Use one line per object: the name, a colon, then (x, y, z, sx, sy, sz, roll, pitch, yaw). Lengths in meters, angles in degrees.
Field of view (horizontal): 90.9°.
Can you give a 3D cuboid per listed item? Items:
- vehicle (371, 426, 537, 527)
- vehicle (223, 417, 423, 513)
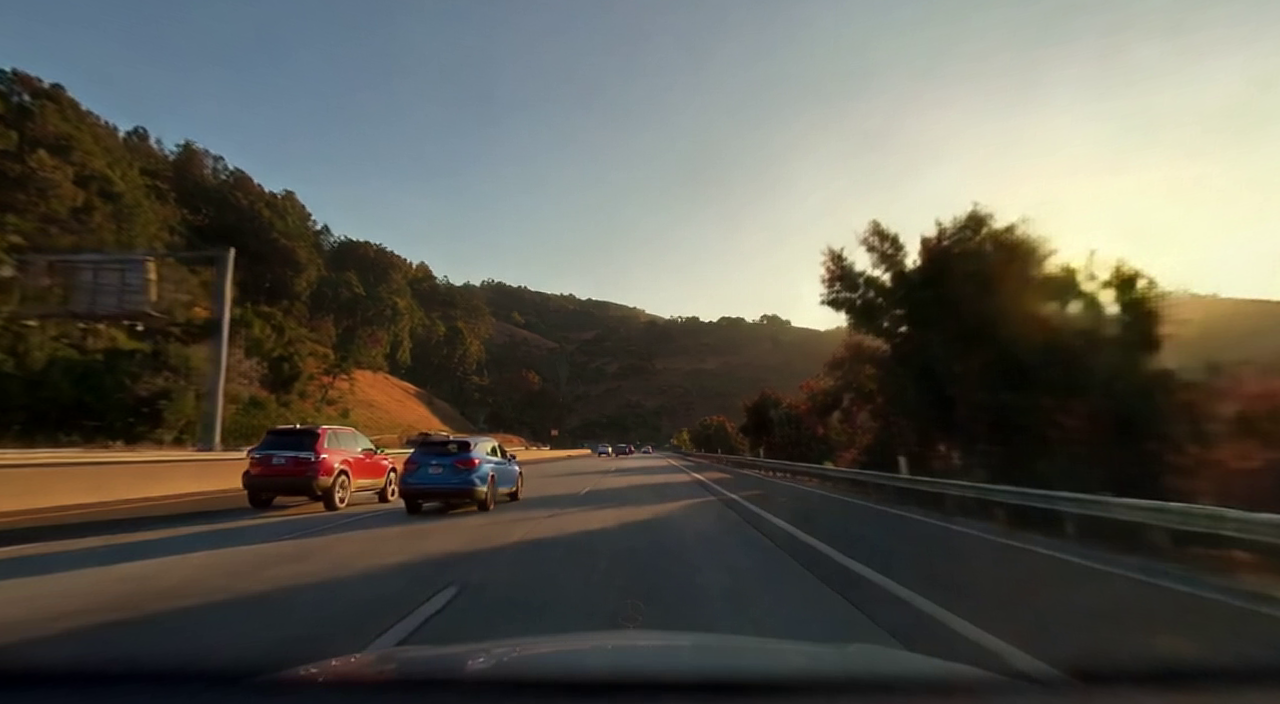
vehicle: (-3.463, 2.406, 12.742, 1.983, 1.663, 4.290, 0, -9, 1)
vehicle: (-7.273, 2.650, 15.277, 2.151, 1.925, 4.945, 0, -9, 1)
